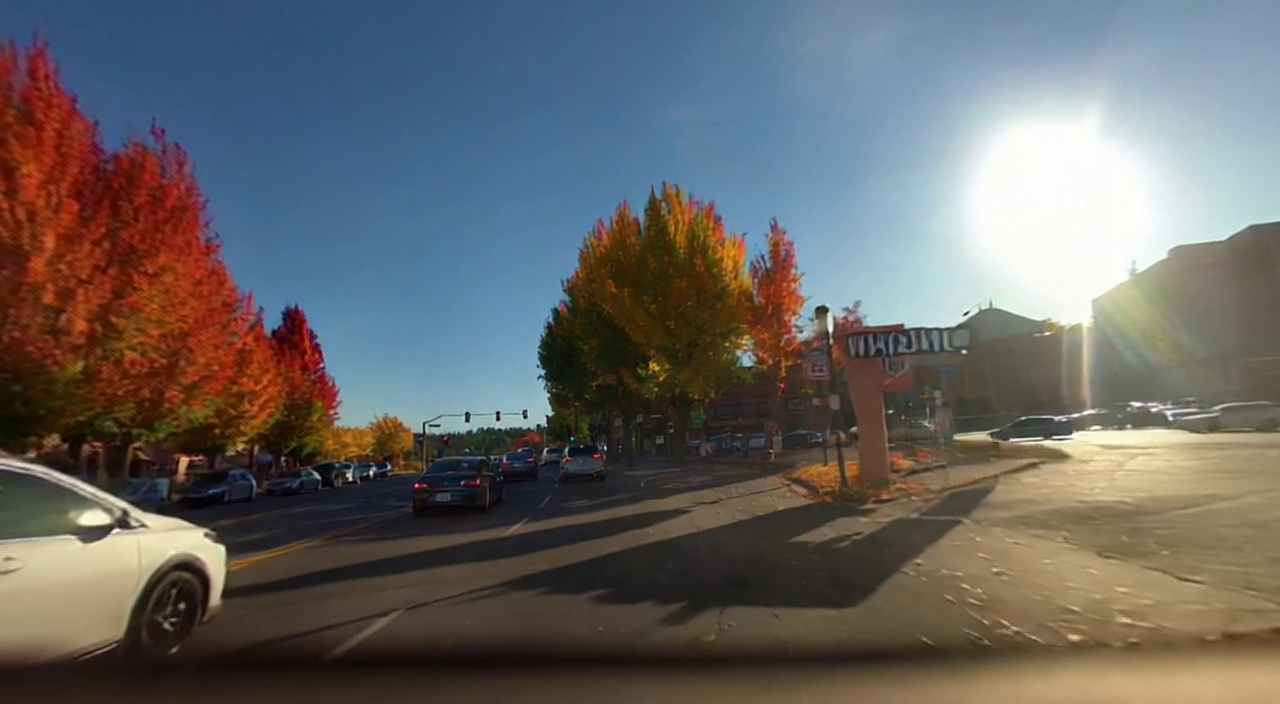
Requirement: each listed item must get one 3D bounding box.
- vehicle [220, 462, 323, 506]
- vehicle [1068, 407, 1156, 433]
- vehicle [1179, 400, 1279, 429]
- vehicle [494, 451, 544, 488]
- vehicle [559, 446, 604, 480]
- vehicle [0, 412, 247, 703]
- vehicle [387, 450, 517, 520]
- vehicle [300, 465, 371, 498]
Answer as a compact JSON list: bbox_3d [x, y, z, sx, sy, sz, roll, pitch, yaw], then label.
[{"bbox_3d":[-15.603,5.592,26.995,2.026,1.615,4.324,1,-9,-5],"label":"vehicle"},{"bbox_3d":[33.978,4.962,45.393,4.653,1.696,2.110,-8,-12,44],"label":"vehicle"},{"bbox_3d":[41.137,4.419,43.774,5.280,1.764,2.026,-7,-12,43],"label":"vehicle"},{"bbox_3d":[-5.629,5.493,29.822,1.974,1.549,4.603,2,-9,-7],"label":"vehicle"},{"bbox_3d":[-3.290,6.038,34.587,2.144,1.704,4.028,2,-9,-9],"label":"vehicle"},{"bbox_3d":[-4.241,1.069,2.753,2.085,1.663,4.513,1,-9,0],"label":"vehicle"},{"bbox_3d":[-4.736,3.409,16.837,2.090,1.506,5.326,1,-9,-3],"label":"vehicle"},{"bbox_3d":[-16.532,7.030,34.439,1.972,1.514,4.689,2,-9,-6],"label":"vehicle"}]
